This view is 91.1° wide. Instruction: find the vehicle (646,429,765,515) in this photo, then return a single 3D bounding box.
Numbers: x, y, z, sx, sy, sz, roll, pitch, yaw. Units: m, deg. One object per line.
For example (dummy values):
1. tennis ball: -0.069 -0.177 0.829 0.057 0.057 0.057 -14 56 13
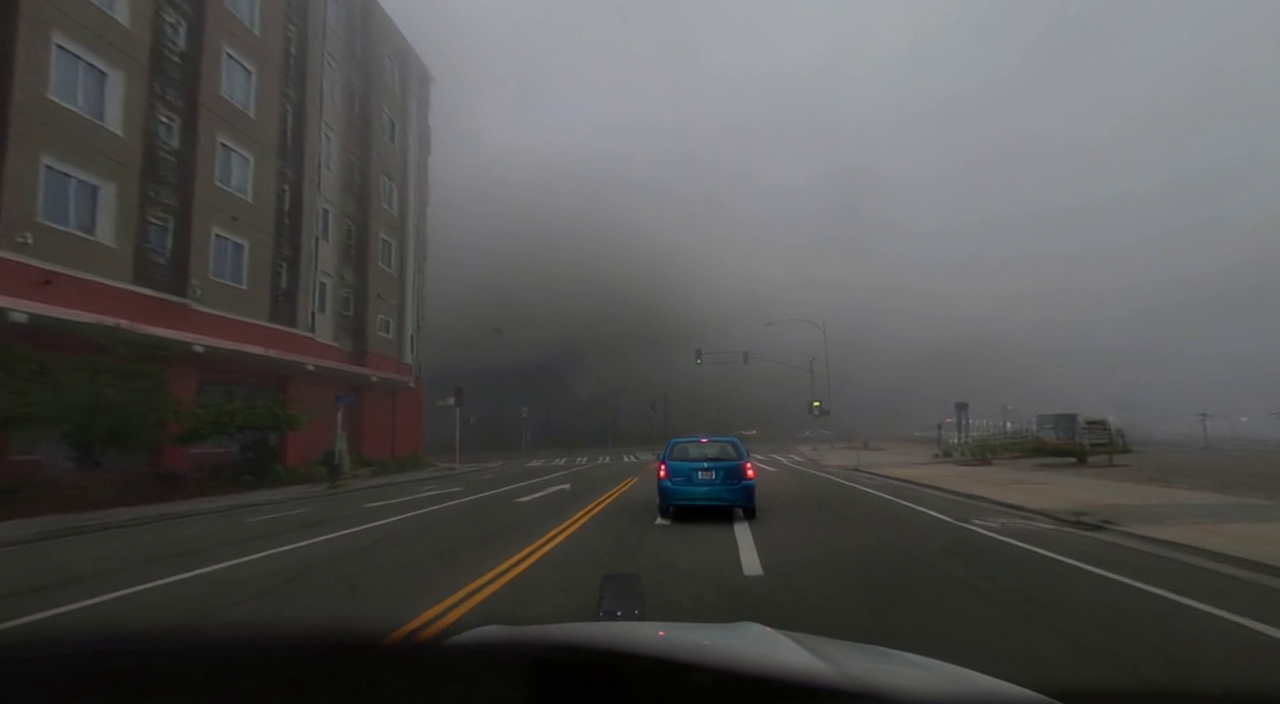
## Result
1. vehicle: 1.234 2.262 12.476 1.950 1.401 4.159 -1 -8 5
